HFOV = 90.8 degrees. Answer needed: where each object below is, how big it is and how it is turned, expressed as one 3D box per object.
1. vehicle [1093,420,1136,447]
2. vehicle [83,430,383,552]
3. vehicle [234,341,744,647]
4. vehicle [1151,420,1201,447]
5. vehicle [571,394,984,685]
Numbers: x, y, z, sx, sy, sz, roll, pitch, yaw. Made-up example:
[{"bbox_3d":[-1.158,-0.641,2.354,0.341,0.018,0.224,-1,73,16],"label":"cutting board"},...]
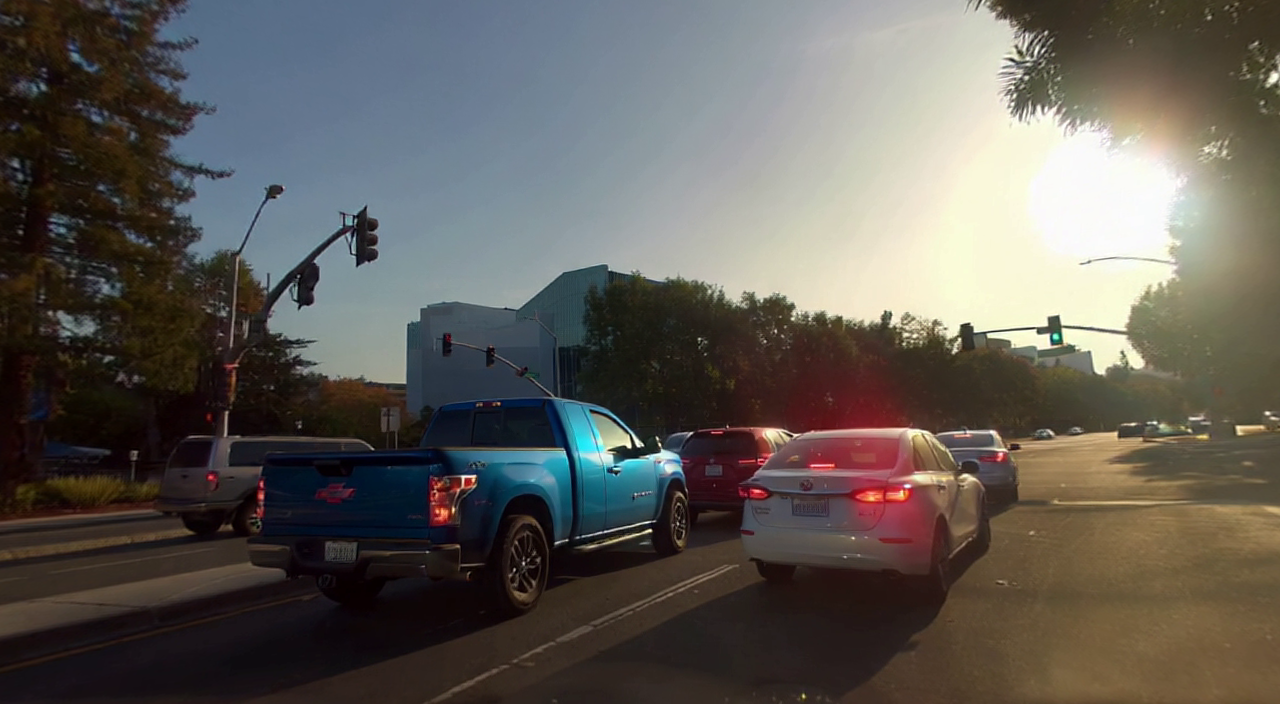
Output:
[{"bbox_3d":[32.800,5.678,43.722,2.160,1.790,4.303,-6,-10,35],"label":"vehicle"},{"bbox_3d":[-8.304,2.768,13.438,2.174,2.057,4.738,-6,-10,33],"label":"vehicle"},{"bbox_3d":[-0.877,1.400,7.465,2.272,2.016,6.146,-5,-10,27],"label":"vehicle"},{"bbox_3d":[35.766,5.480,42.194,2.183,1.714,4.491,-7,-11,37],"label":"vehicle"},{"bbox_3d":[1.720,1.376,5.988,2.027,1.549,4.801,-6,-10,35],"label":"vehicle"}]
